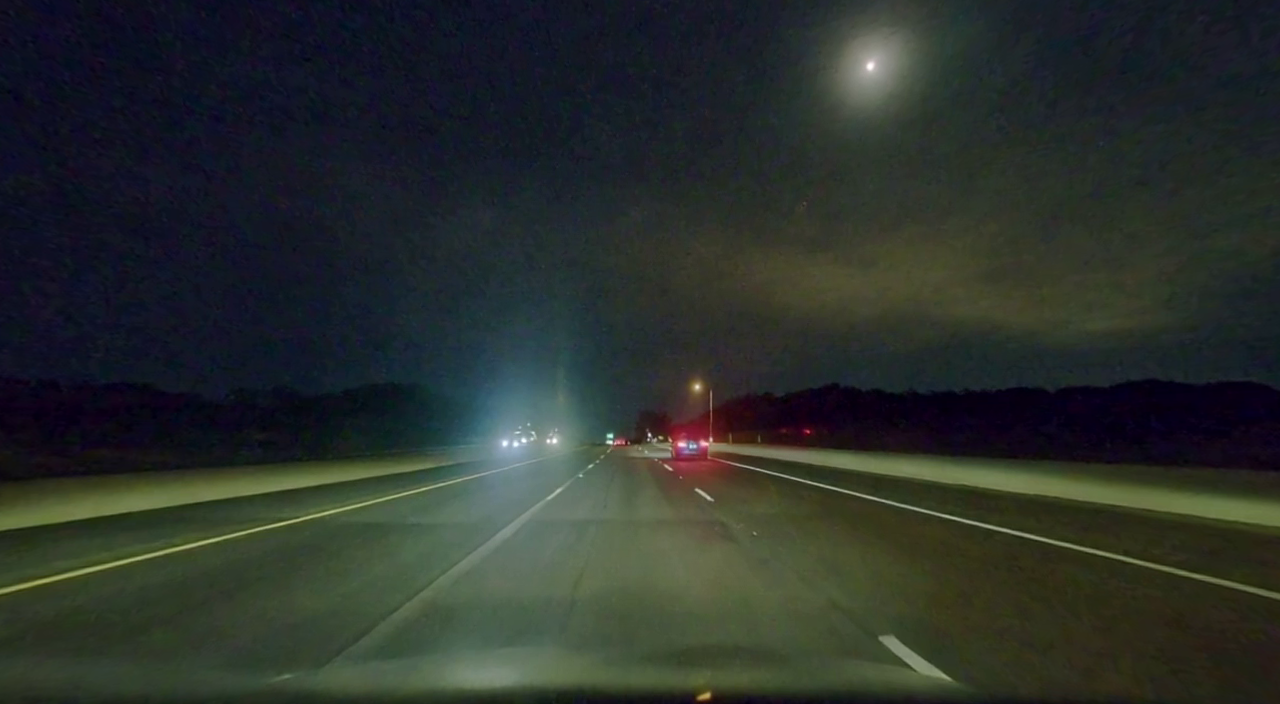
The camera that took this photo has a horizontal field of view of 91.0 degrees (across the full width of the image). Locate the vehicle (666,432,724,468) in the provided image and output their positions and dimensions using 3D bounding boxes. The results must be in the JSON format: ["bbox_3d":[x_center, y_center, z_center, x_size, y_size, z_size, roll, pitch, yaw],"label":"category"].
[{"bbox_3d":[2.635,4.836,31.207,2.349,1.651,4.161,0,-8,-2],"label":"vehicle"}]
